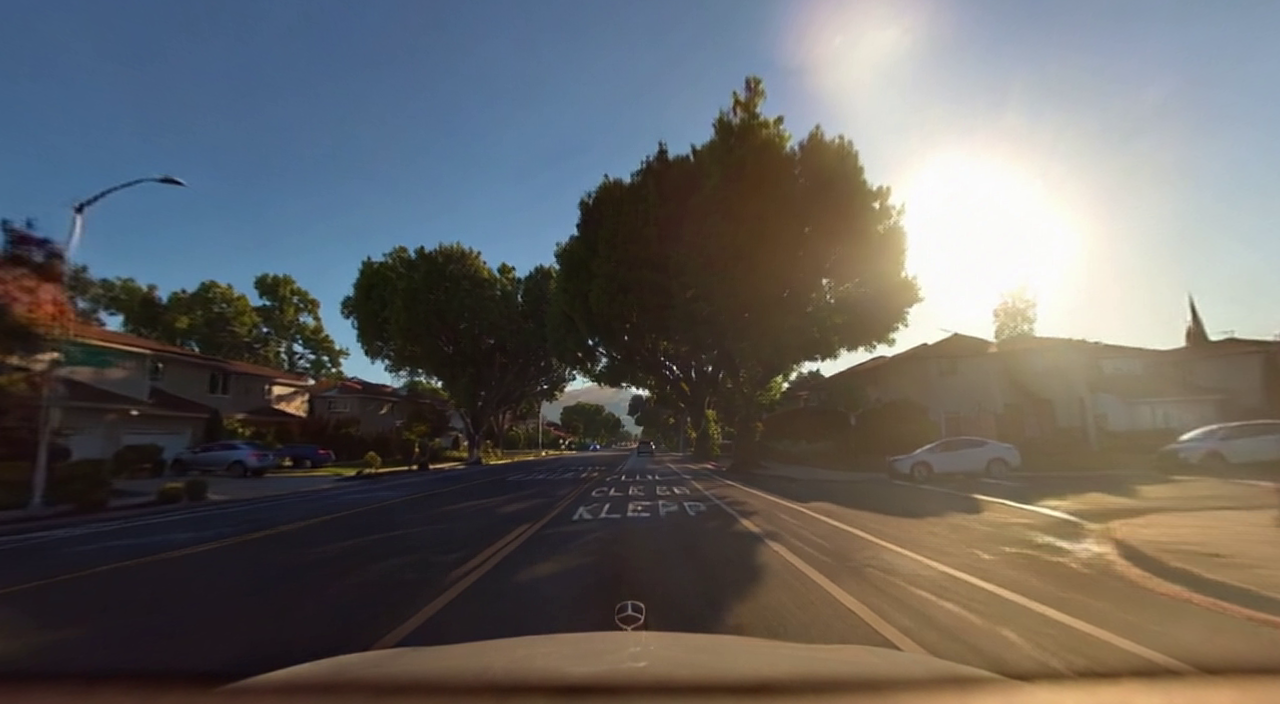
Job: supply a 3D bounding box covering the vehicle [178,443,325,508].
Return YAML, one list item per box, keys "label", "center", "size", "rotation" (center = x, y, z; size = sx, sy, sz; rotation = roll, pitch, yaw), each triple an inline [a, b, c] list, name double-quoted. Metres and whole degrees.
- label: "vehicle"
  center: [-12.546, 3.966, 20.758]
  size: [1.965, 1.653, 4.488]
  rotation: [-3, -6, 1]

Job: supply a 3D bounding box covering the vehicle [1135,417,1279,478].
- label: "vehicle"
  center: [19.577, 3.106, 20.566]
  size: [4.754, 1.844, 2.272]
  rotation: [-1, -9, 5]

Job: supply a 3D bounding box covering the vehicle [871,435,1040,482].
- label: "vehicle"
  center: [10.864, 3.702, 22.125]
  size: [4.818, 1.525, 2.163]
  rotation: [-1, -9, 9]
